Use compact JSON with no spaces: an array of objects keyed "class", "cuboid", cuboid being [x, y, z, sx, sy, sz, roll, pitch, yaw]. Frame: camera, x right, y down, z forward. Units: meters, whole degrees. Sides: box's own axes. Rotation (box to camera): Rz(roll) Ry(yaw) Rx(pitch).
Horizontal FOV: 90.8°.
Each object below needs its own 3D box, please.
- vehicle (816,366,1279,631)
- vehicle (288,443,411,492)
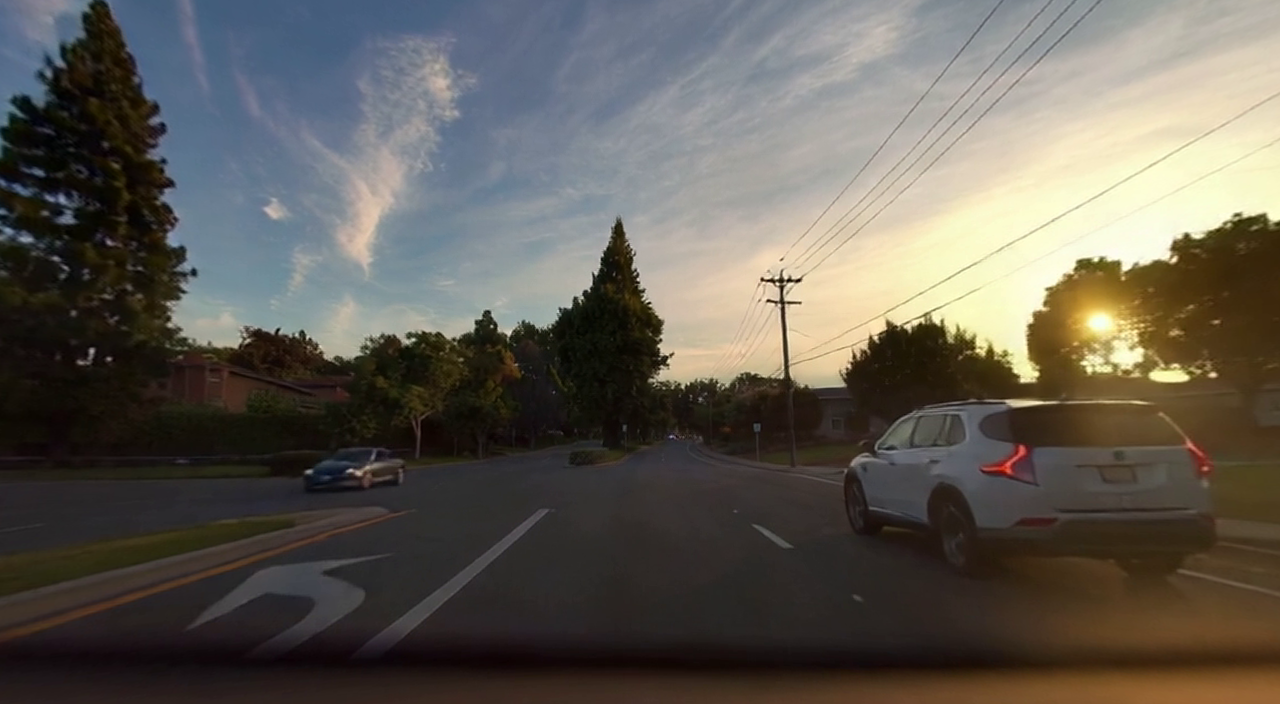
[{"class":"vehicle","cuboid":[3.671,1.332,6.713,2.193,1.777,4.772,0,-9,0]},{"class":"vehicle","cuboid":[-10.021,3.989,22.329,1.990,1.521,4.879,0,-9,1]}]
